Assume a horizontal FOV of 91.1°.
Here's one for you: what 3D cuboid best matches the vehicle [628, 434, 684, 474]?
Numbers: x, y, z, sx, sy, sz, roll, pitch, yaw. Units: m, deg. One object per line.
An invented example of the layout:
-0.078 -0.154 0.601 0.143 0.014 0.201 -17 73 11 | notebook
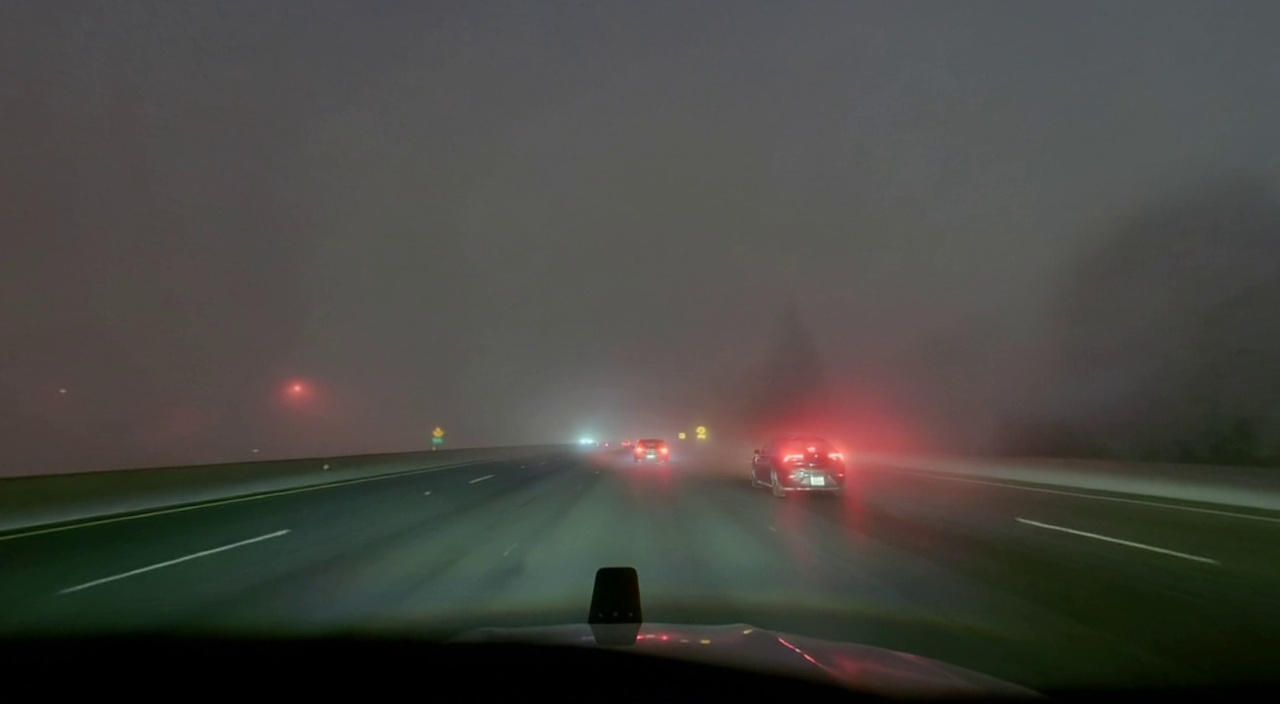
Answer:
0.544 3.977 24.821 2.046 1.467 3.844 0 -8 -1 | vehicle
